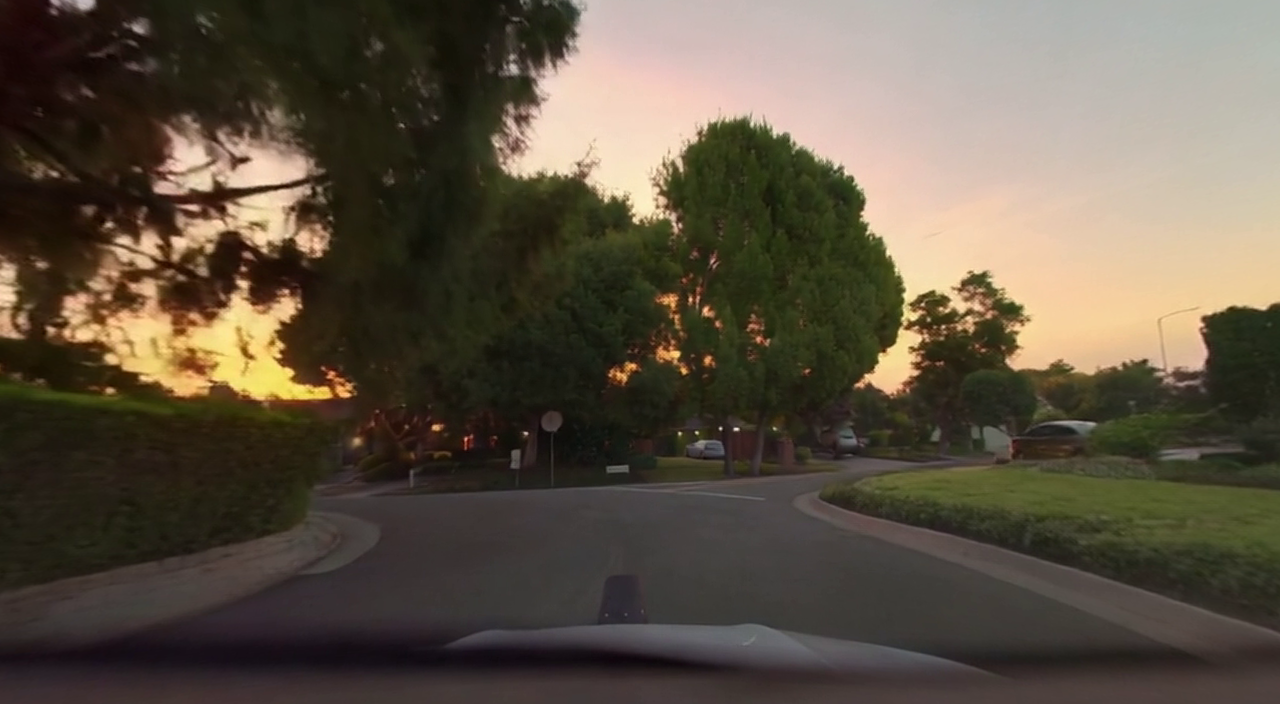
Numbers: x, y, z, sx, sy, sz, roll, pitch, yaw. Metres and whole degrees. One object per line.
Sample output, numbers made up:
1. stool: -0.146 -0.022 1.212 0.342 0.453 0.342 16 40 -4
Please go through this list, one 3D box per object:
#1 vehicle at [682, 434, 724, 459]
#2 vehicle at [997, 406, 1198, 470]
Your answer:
1. vehicle: 4.265 6.450 43.108 1.802 1.548 3.501 3 -8 -13
2. vehicle: 14.258 2.747 20.093 2.023 1.756 4.799 2 -8 -17
